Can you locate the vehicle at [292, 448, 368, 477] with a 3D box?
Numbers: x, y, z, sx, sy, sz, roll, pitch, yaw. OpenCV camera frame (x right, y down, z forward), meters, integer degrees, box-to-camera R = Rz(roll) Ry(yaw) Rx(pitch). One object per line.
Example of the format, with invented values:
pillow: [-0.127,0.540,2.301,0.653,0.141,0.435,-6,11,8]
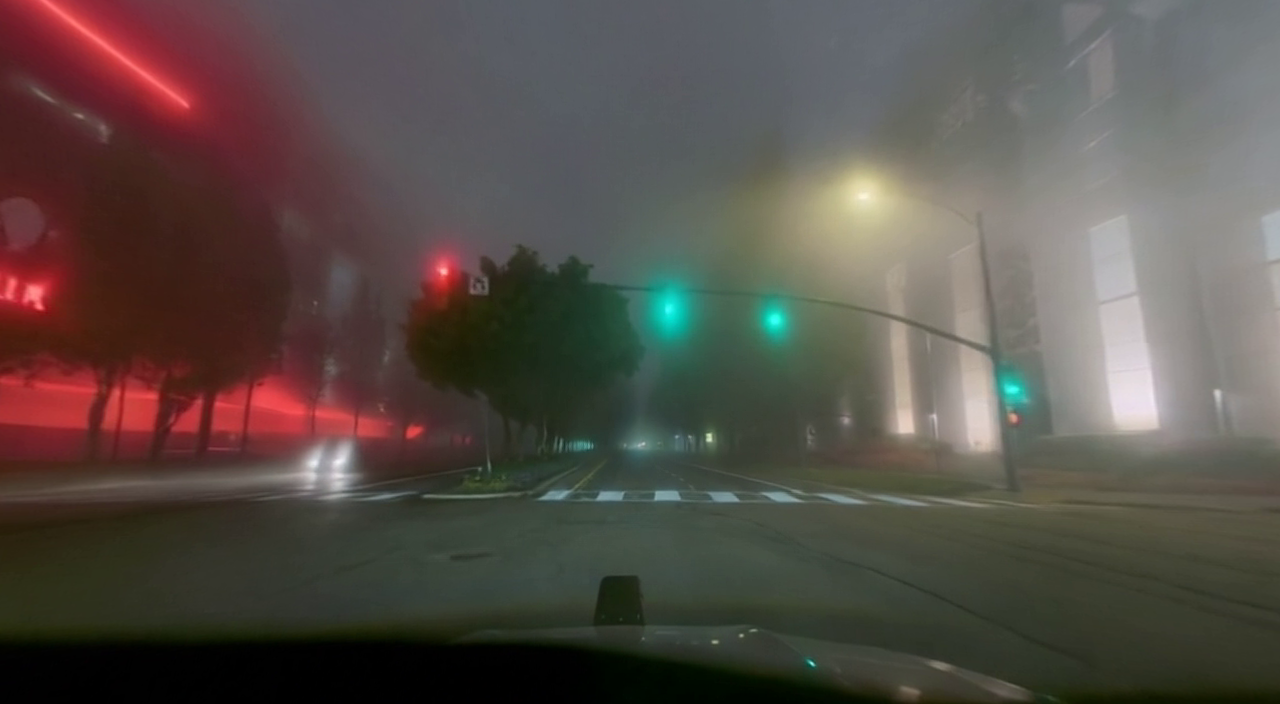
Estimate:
vehicle: [-16.782,5.984,34.491,1.924,1.434,4.456,0,-9,-1]
